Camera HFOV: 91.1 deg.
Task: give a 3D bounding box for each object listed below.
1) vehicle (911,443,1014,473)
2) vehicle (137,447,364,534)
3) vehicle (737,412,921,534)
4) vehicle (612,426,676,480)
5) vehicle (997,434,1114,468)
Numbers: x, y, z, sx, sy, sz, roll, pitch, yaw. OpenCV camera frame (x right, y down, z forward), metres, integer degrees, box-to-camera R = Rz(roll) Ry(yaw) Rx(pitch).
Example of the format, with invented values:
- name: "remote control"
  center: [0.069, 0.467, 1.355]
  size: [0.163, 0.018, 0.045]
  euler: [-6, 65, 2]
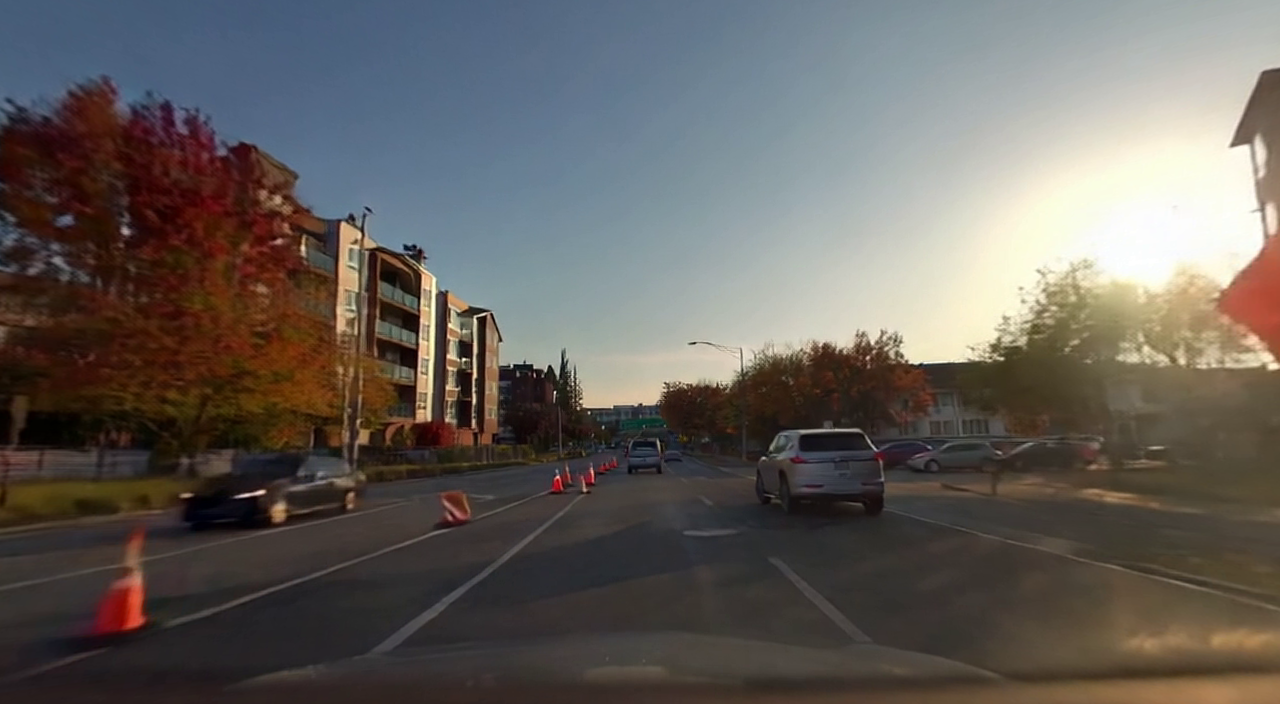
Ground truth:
- name: "vehicle"
  center: [16.960, 5.567, 33.047]
  size: [4.568, 1.478, 1.900]
  euler: [2, -9, -13]
- name: "vehicle"
  center: [-7.843, 2.774, 13.244]
  size: [1.891, 1.496, 4.144]
  euler: [-1, -8, 4]
- name: "vehicle"
  center: [3.291, 2.245, 12.354]
  size: [2.120, 1.828, 5.531]
  euler: [0, -8, 3]
- name: "vehicle"
  center: [0.253, 4.889, 30.593]
  size: [2.762, 2.309, 6.723]
  euler: [0, -8, 1]
- name: "vehicle"
  center: [22.047, 5.266, 33.458]
  size: [4.629, 1.756, 2.124]
  euler: [0, -8, 0]
